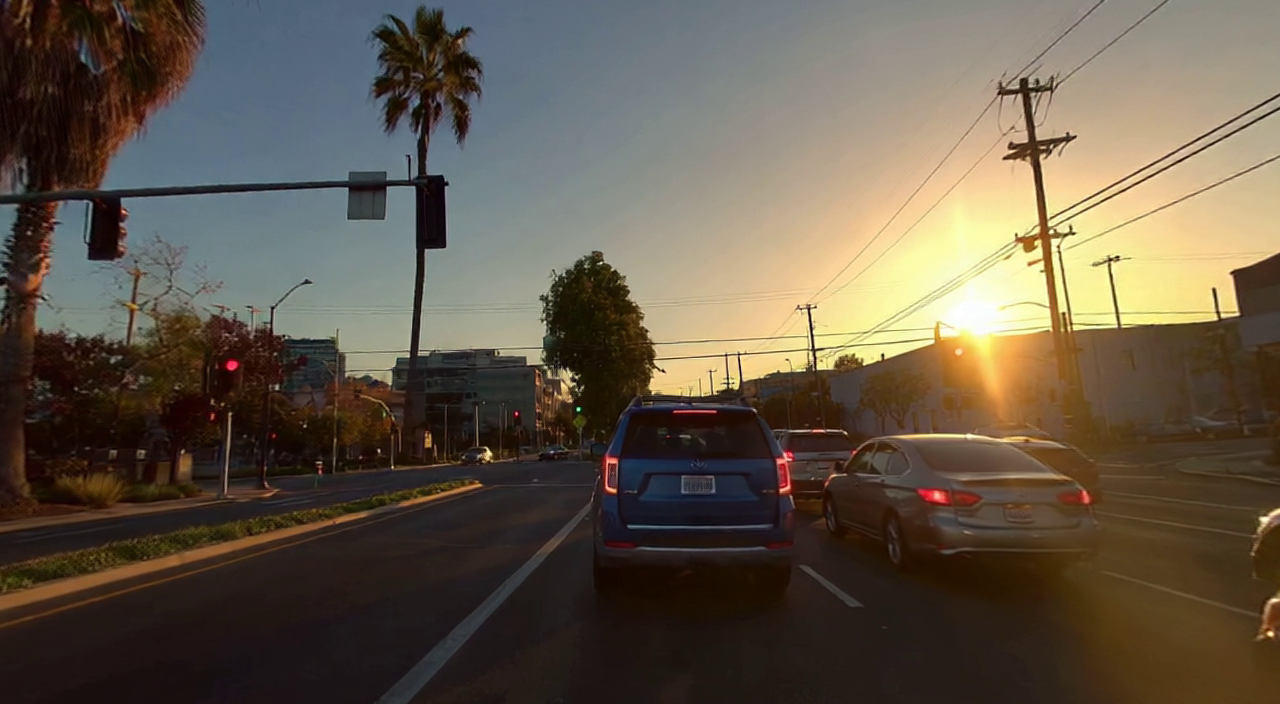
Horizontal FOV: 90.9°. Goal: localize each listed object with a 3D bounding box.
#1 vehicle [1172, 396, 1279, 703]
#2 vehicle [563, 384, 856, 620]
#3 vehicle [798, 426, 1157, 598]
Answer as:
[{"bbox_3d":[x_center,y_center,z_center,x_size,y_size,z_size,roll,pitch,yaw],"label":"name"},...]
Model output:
[{"bbox_3d":[3.361,0.652,0.677,1.805,1.485,4.348,0,-9,1],"label":"vehicle"},{"bbox_3d":[0.459,1.455,7.014,2.228,1.780,4.269,0,-9,-2],"label":"vehicle"},{"bbox_3d":[3.453,1.703,7.620,1.895,1.456,4.255,0,-9,-1],"label":"vehicle"}]
